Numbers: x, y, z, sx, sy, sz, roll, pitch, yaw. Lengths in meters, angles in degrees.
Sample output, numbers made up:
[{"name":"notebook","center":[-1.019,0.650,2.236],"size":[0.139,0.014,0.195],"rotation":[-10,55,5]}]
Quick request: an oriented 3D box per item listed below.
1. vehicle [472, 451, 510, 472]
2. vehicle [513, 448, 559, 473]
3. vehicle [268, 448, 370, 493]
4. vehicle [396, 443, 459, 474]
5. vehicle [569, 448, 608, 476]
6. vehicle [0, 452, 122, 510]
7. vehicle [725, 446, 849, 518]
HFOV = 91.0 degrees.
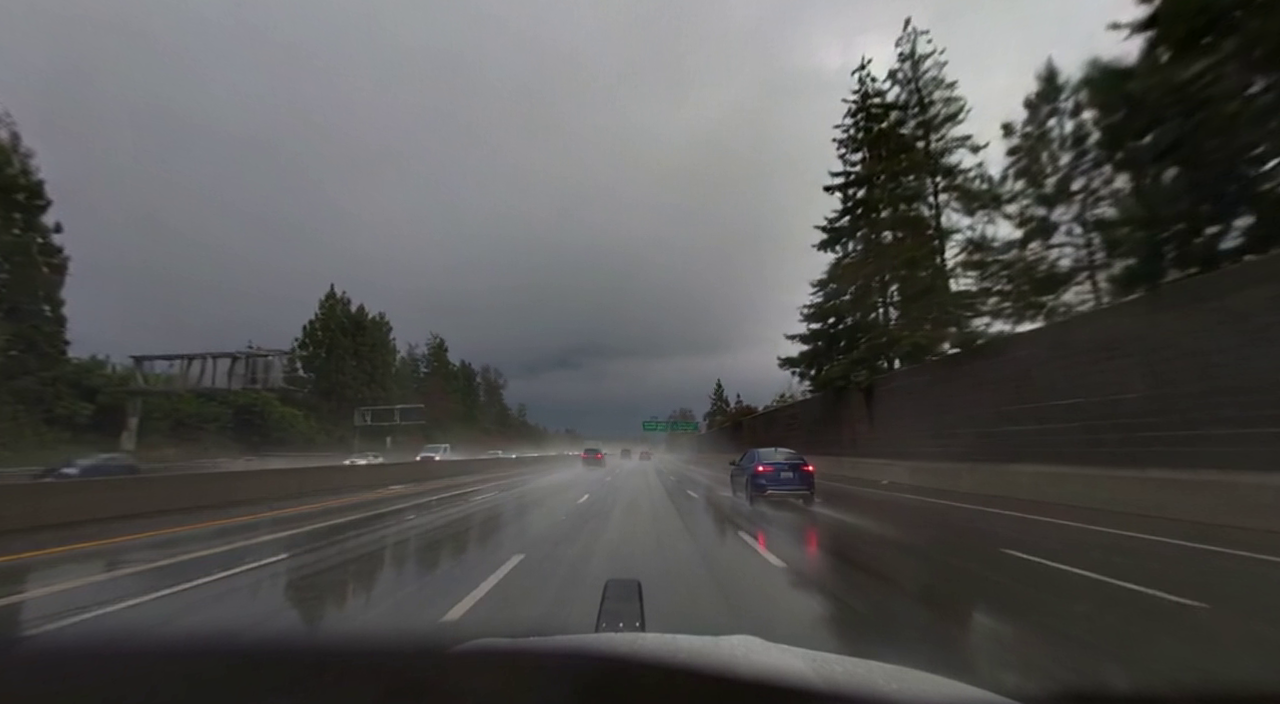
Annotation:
[{"name":"vehicle","center":[-11.253,8.249,47.637],"size":[1.868,1.435,3.659],"rotation":[1,-9,2]},{"name":"vehicle","center":[-6.710,7.046,41.153],"size":[2.107,1.541,4.713],"rotation":[1,-9,1]},{"name":"vehicle","center":[-11.745,4.327,23.309],"size":[1.767,1.457,3.697],"rotation":[1,-9,0]},{"name":"vehicle","center":[-14.692,7.371,43.922],"size":[2.313,1.980,5.831],"rotation":[1,-9,1]},{"name":"vehicle","center":[-3.111,6.791,39.099],"size":[2.030,1.563,4.389],"rotation":[1,-9,0]},{"name":"vehicle","center":[-18.090,3.700,18.420],"size":[1.881,1.508,4.584],"rotation":[0,-9,1]},{"name":"vehicle","center":[3.384,3.060,15.388],"size":[1.979,1.486,4.125],"rotation":[1,-9,-1]}]
